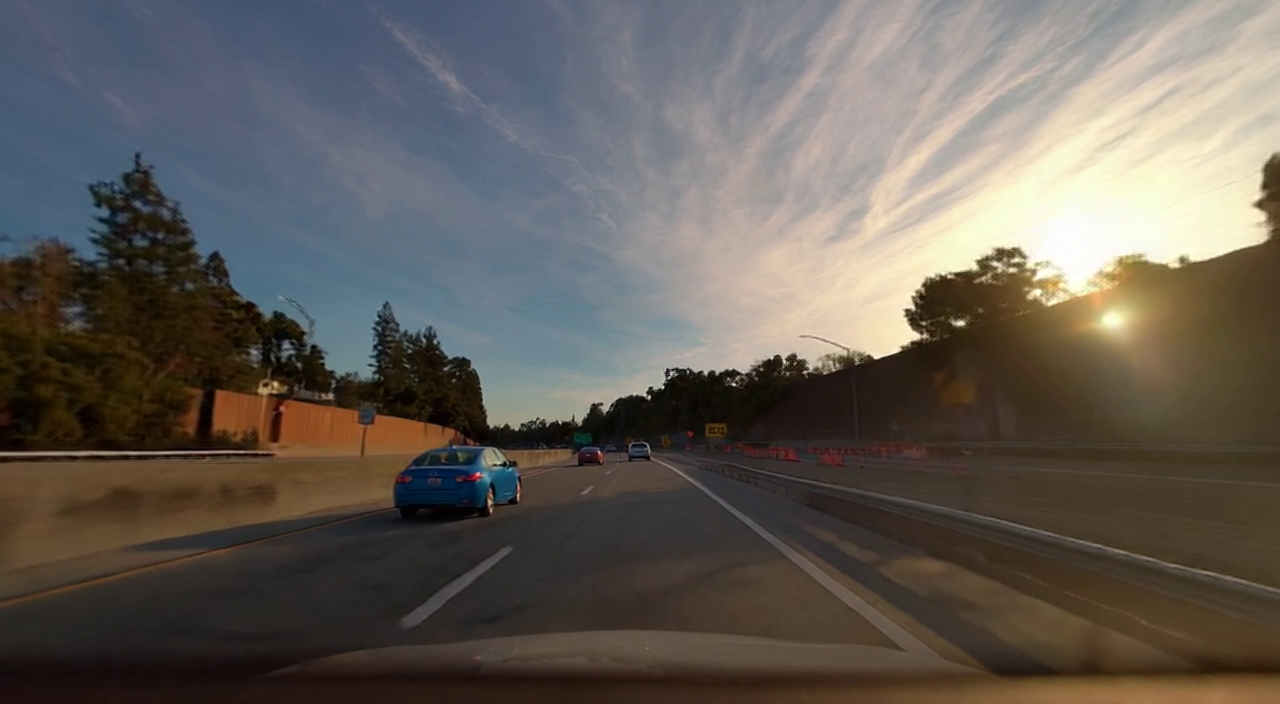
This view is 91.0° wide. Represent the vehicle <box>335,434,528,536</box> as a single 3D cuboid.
[{"bbox_3d":[-3.556,2.357,11.832,2.012,1.510,4.672,0,-9,0],"label":"vehicle"}]

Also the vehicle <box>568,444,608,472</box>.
[{"bbox_3d":[-2.957,6.121,36.543,1.965,1.459,4.145,0,-9,-1],"label":"vehicle"}]
